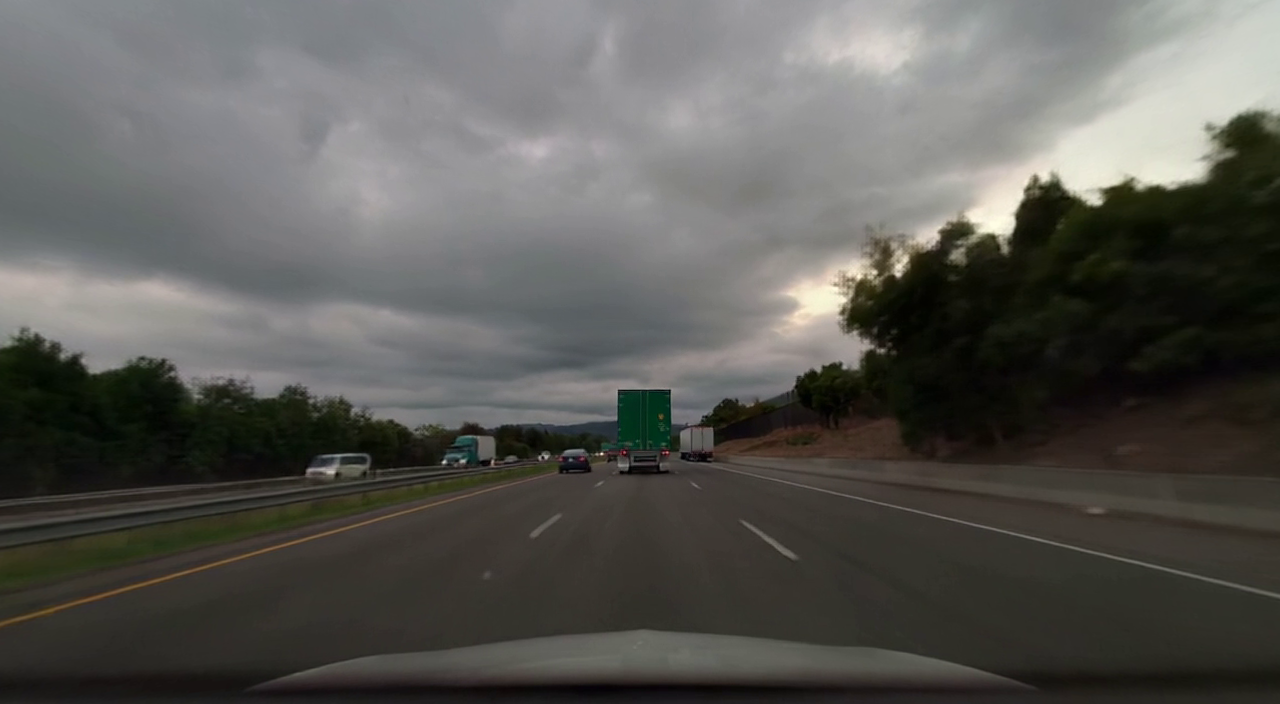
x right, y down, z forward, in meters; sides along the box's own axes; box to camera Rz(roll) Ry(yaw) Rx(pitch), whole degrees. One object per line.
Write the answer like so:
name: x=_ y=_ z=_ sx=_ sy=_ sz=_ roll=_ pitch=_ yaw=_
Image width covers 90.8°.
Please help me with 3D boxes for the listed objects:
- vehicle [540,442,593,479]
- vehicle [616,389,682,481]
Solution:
vehicle: x=-3.571 y=5.389 z=31.523 sx=2.173 sy=1.657 sz=4.401 roll=0 pitch=-9 yaw=-1
vehicle: x=0.317 y=4.546 z=33.741 sx=2.932 sy=4.042 sz=11.054 roll=0 pitch=-9 yaw=-1
